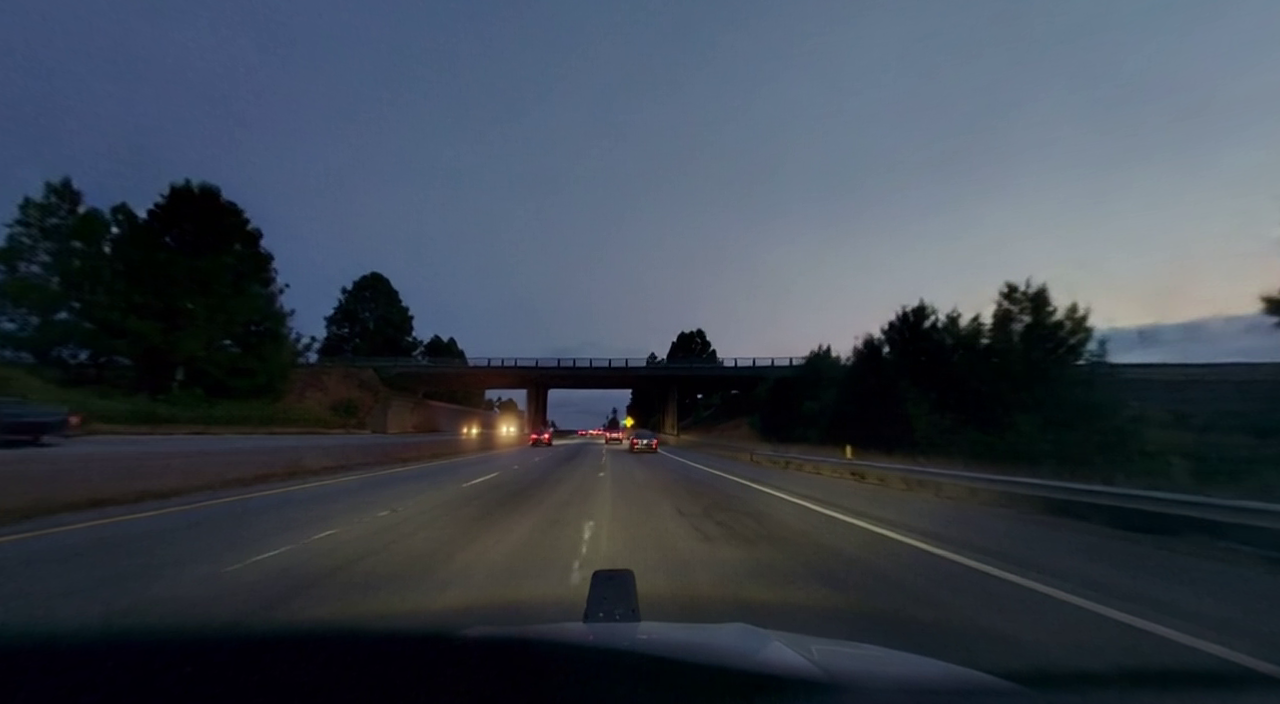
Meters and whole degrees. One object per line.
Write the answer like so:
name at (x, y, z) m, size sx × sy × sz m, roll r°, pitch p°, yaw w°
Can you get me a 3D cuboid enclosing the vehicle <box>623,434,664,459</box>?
vehicle at (0.112, 5.225, 34.933) m, size 1.999 × 1.329 × 3.913 m, roll 1°, pitch -8°, yaw -4°
